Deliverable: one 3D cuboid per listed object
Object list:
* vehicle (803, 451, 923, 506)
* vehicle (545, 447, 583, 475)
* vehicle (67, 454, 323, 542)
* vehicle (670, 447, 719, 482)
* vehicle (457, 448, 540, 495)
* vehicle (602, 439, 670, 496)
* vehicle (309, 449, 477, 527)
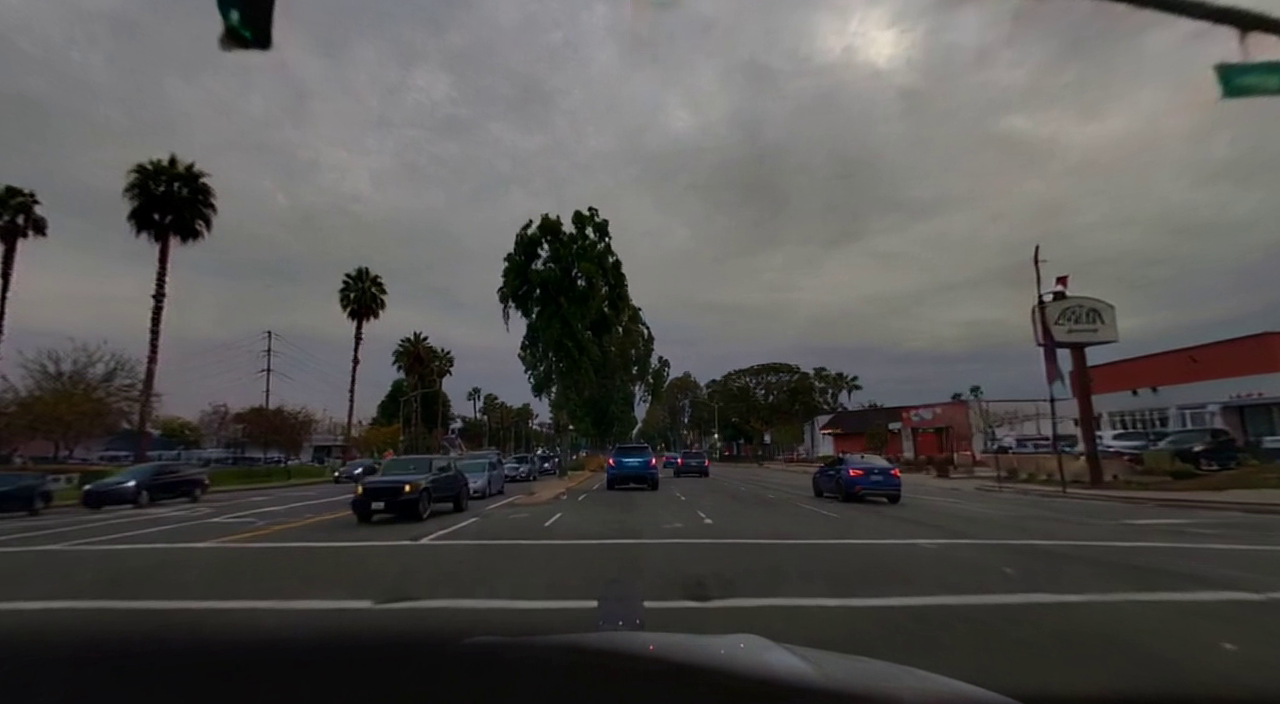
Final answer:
[{"bbox_3d":[6.604,3.763,19.279,1.944,1.447,4.309,0,-9,-2],"label":"vehicle"},{"bbox_3d":[-5.197,7.498,43.680,2.160,1.769,4.494,0,-9,-1],"label":"vehicle"},{"bbox_3d":[-8.619,2.817,12.862,2.061,1.415,4.289,0,-9,0],"label":"vehicle"},{"bbox_3d":[2.856,5.968,33.911,2.112,1.710,4.234,0,-9,-2],"label":"vehicle"},{"bbox_3d":[-5.154,4.392,23.622,2.036,1.541,4.107,-1,-9,2],"label":"vehicle"},{"bbox_3d":[-0.140,4.009,22.292,2.151,1.787,4.109,0,-9,0],"label":"vehicle"},{"bbox_3d":[-5.260,2.923,14.235,2.030,1.441,4.324,0,-9,0],"label":"vehicle"}]
